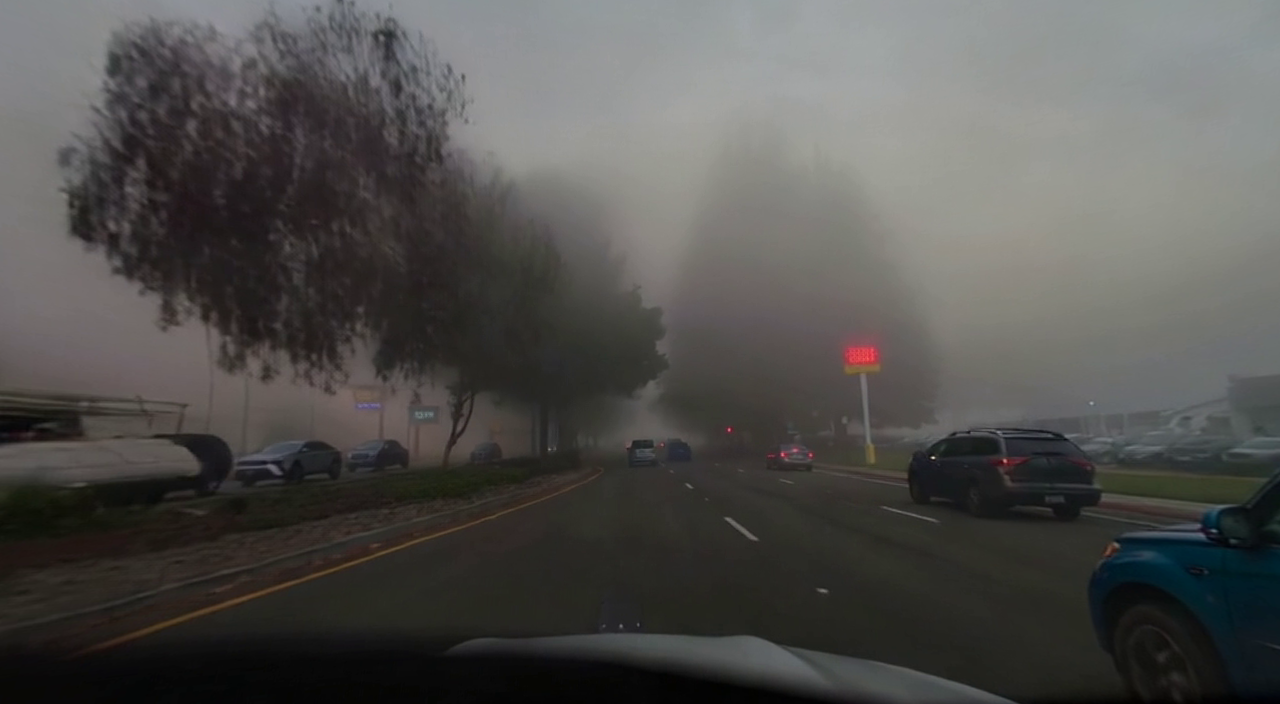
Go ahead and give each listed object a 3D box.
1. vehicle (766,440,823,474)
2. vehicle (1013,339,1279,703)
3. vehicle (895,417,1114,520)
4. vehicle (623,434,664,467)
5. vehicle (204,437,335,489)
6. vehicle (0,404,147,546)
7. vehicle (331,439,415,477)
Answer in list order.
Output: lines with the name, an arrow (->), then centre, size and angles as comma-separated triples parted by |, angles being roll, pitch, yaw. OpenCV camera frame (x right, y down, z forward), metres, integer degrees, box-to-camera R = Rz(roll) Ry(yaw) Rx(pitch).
vehicle -> 7.423, 5.070, 30.787 | 1.879, 1.517, 4.006 | 0, -9, 2
vehicle -> 3.499, 0.732, 1.885 | 2.076, 1.716, 4.416 | 0, -9, 1
vehicle -> 7.251, 2.356, 13.252 | 1.977, 1.786, 4.344 | 0, -9, 0
vehicle -> 0.179, 6.139, 39.396 | 2.402, 1.938, 4.535 | 0, -8, 0
vehicle -> -14.359, 4.307, 24.912 | 2.242, 1.836, 4.811 | 0, -8, -1
vehicle -> -10.412, 1.582, 7.878 | 2.909, 1.956, 6.908 | 0, -8, 1
vehicle -> -14.012, 5.564, 33.550 | 2.159, 1.836, 5.038 | 0, -9, 1
